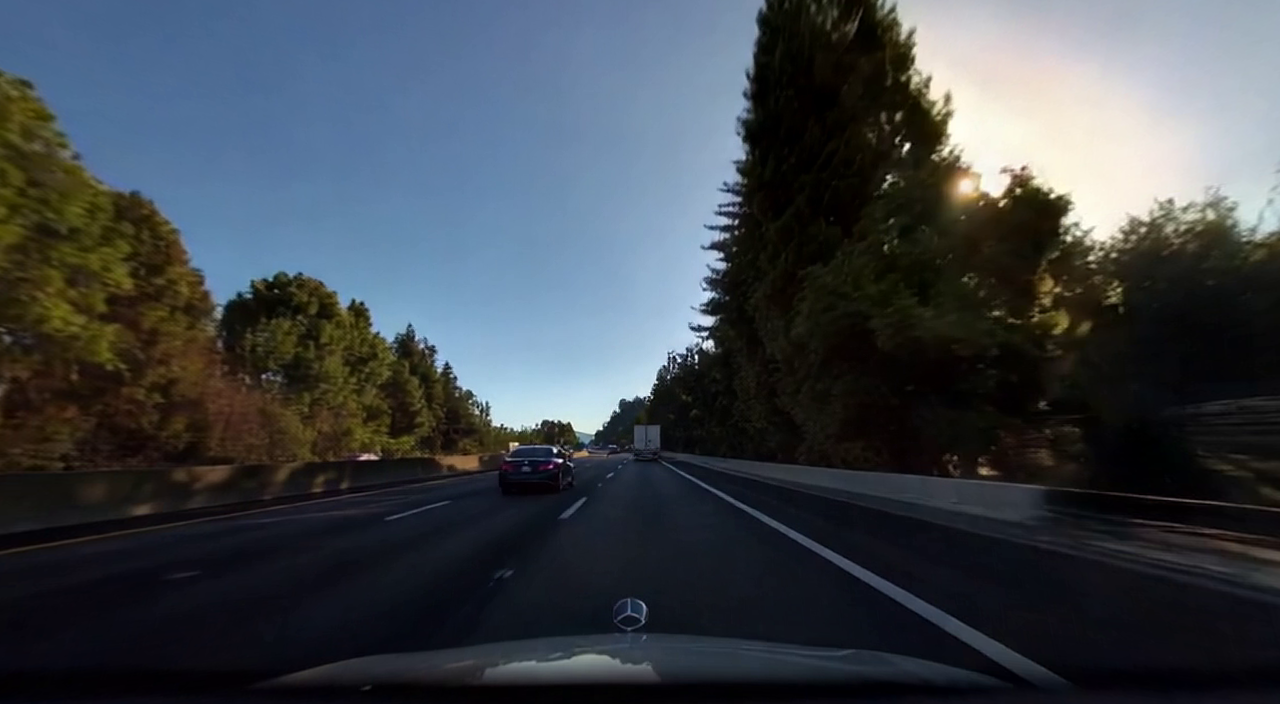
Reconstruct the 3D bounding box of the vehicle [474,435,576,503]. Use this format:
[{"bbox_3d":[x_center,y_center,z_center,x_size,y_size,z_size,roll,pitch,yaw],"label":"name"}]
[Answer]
[{"bbox_3d":[-3.100,3.275,18.073,2.017,1.680,4.636,0,-9,1],"label":"vehicle"}]
